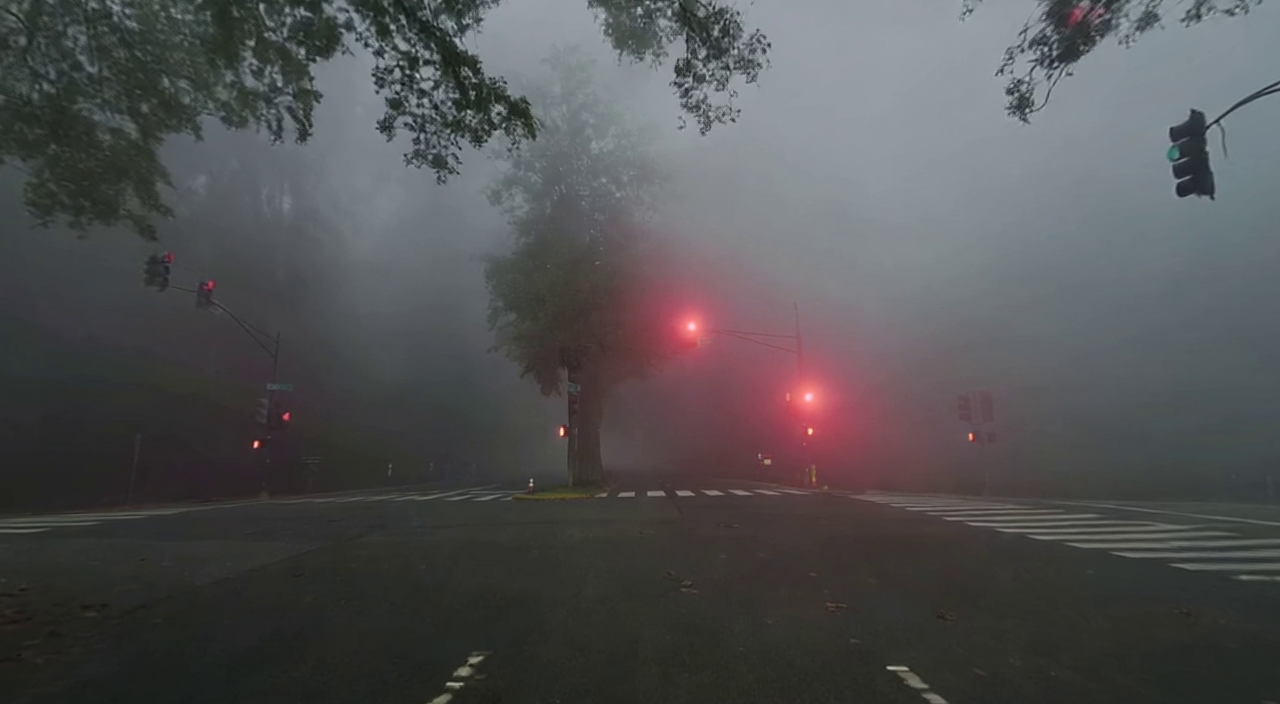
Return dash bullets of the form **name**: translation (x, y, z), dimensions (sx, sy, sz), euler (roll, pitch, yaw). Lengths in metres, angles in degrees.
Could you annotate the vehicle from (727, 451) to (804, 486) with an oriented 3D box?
- **vehicle**: translation (8.819, 8.253, 45.446), dimensions (2.771, 2.214, 7.159), euler (2, -9, -12)
